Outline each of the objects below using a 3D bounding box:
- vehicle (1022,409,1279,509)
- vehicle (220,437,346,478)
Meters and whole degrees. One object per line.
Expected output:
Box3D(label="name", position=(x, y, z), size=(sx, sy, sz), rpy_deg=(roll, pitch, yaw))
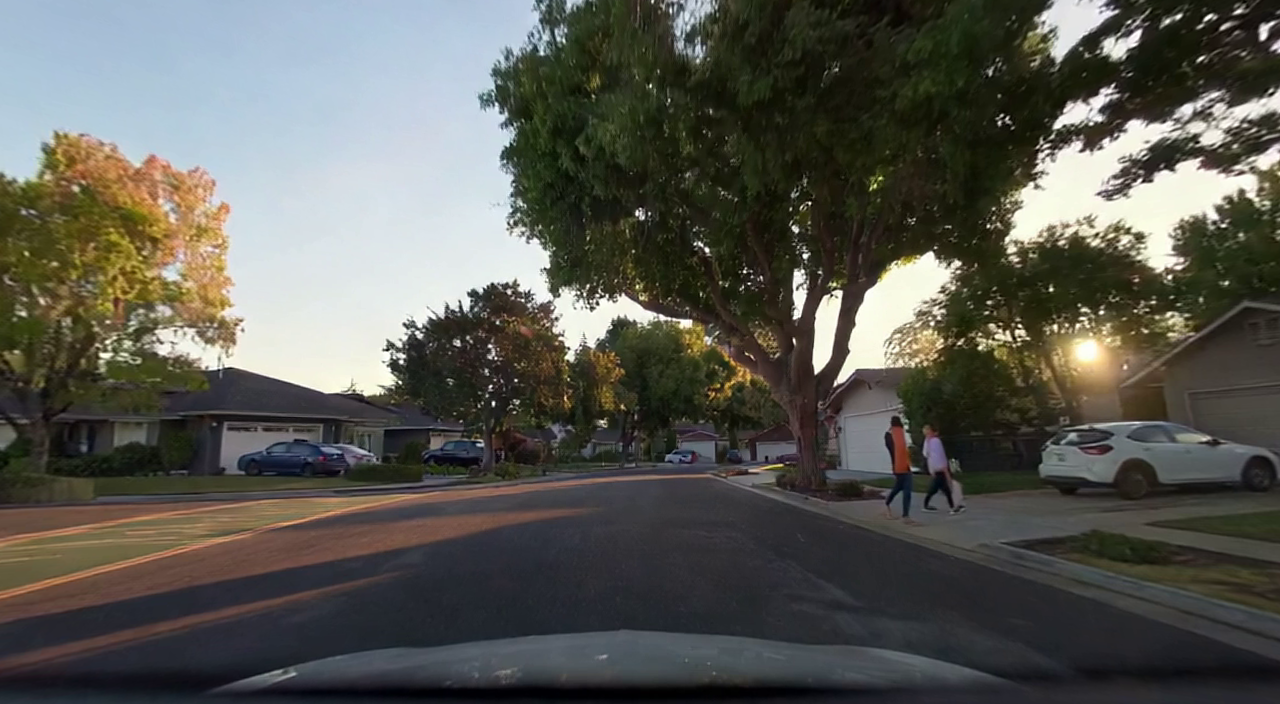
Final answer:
Box3D(label="vehicle", position=(11.552, 2.337, 13.975), size=(4.792, 2.029, 2.005), rpy_deg=(0, -9, 1))
Box3D(label="vehicle", position=(-16.718, 4.961, 29.808), size=(4.581, 1.811, 2.145), rpy_deg=(0, -9, -2))
